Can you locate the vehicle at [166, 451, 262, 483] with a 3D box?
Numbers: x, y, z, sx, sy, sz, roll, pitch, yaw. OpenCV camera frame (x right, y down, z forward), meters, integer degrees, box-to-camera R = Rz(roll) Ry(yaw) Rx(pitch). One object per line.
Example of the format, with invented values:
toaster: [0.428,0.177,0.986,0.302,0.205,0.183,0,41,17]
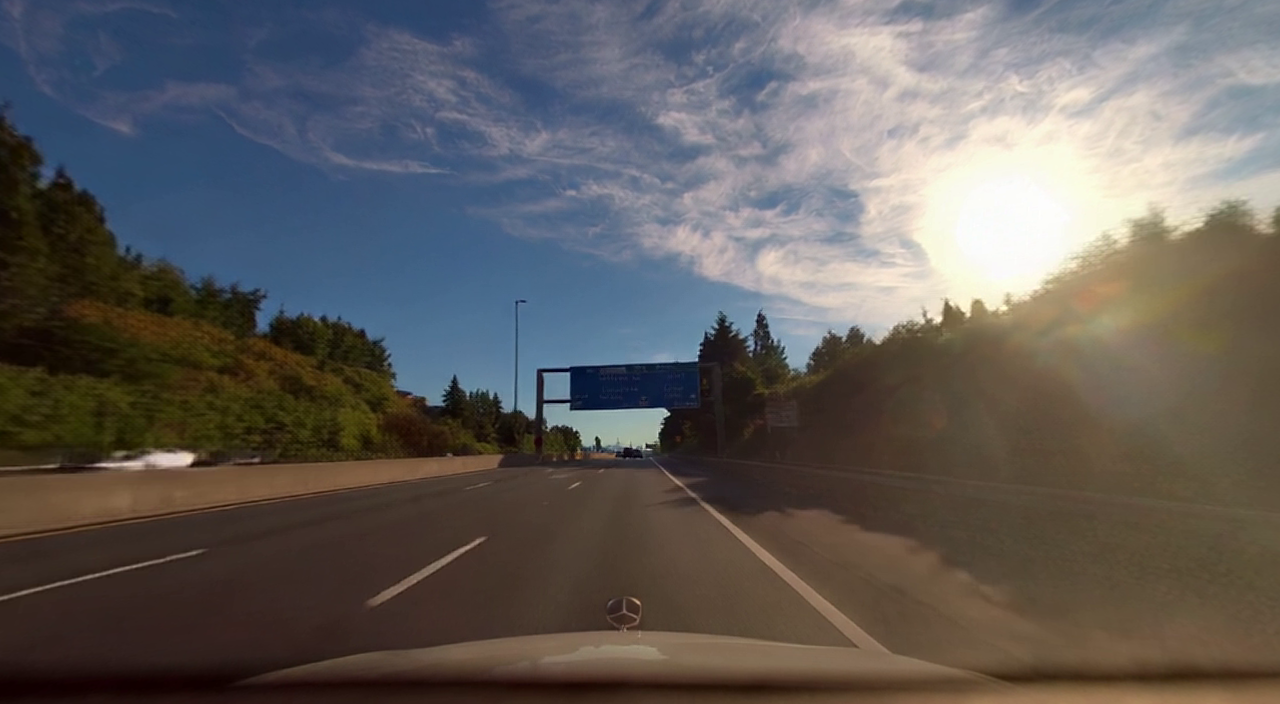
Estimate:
vehicle: [-21.094,5.684,31.483,1.787,1.437,4.161,-1,-9,1]

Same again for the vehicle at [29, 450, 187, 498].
vehicle: [-21.097,4.816,25.388,2.098,1.729,4.844,0,-9,0]
